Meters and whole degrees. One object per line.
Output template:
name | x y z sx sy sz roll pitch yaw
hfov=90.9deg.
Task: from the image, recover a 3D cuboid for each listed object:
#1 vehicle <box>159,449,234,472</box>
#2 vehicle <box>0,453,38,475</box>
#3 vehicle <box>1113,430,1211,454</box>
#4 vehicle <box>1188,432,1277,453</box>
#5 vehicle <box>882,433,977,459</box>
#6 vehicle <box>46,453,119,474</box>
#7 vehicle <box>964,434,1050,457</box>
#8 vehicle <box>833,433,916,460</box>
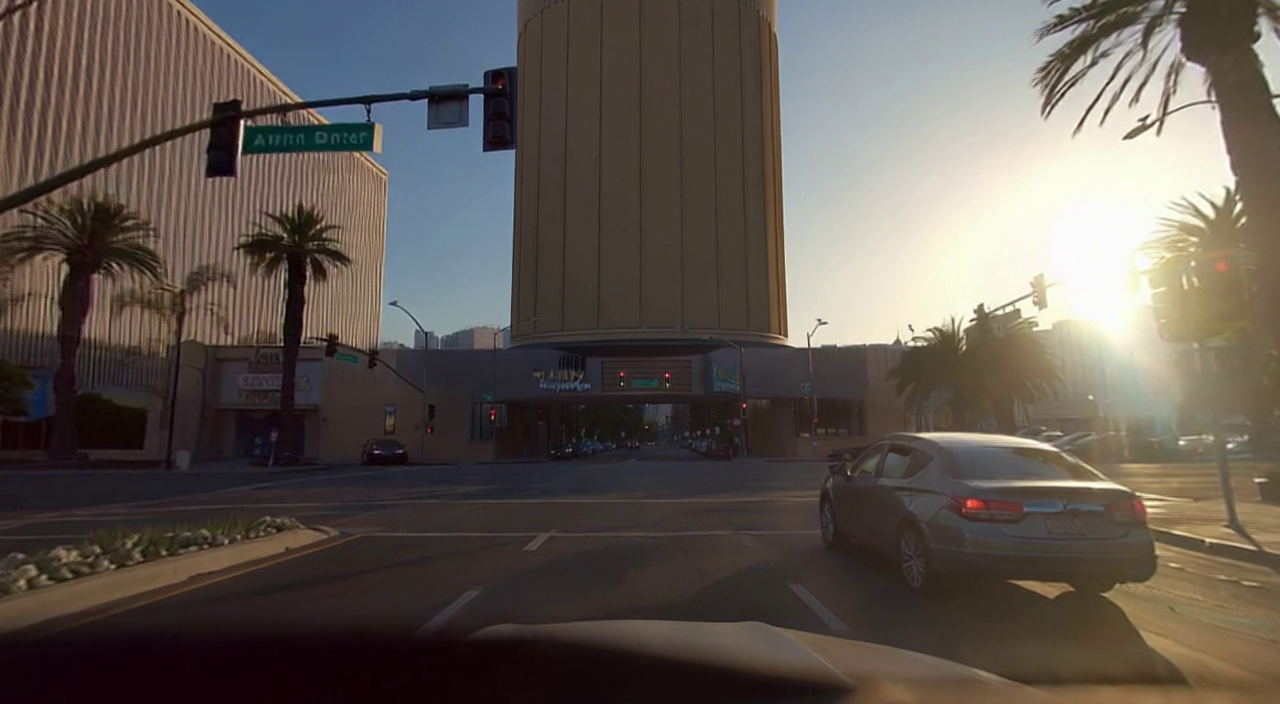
vehicle | -33.013 8.089 47.007 4.136 1.661 1.857 0 -8 1
vehicle | -47.871 8.395 47.191 3.786 1.555 1.702 0 -8 2
vehicle | 33.328 5.748 40.344 4.567 1.458 1.791 0 -8 2
vehicle | 42.279 6.483 45.040 4.437 1.469 1.811 0 -8 0
vehicle | 17.070 5.578 37.290 4.684 1.461 1.777 0 -8 -1
vehicle | -41.565 8.293 47.054 3.698 1.467 1.779 0 -8 1
vehicle | 23.689 6.040 40.768 4.423 1.465 1.798 0 -8 1
vehicle | 15.189 6.153 41.017 4.648 1.665 1.910 0 -8 -1
